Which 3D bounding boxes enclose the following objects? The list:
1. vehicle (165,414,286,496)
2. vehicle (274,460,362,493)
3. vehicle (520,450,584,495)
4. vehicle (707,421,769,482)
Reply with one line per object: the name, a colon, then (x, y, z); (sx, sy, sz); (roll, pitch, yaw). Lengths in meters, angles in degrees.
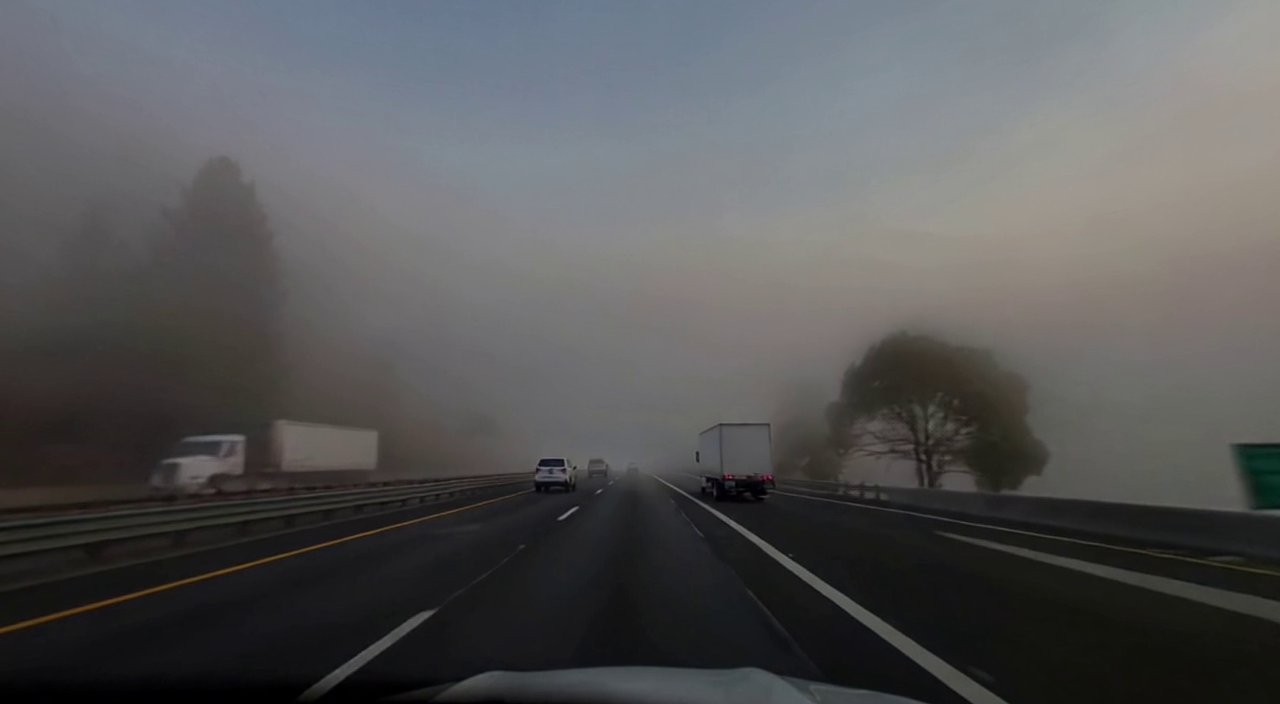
vehicle: (-19.383, 4.866, 29.741); (2.975, 3.552, 3.526); (1, -10, 1)
vehicle: (-15.502, 6.014, 30.595); (2.008, 1.487, 4.180); (1, -10, 0)
vehicle: (-4.011, 5.623, 29.586); (2.272, 1.873, 4.832); (1, -10, 0)
vehicle: (7.328, 7.868, 48.591); (3.235, 4.088, 9.243); (1, -12, 0)
